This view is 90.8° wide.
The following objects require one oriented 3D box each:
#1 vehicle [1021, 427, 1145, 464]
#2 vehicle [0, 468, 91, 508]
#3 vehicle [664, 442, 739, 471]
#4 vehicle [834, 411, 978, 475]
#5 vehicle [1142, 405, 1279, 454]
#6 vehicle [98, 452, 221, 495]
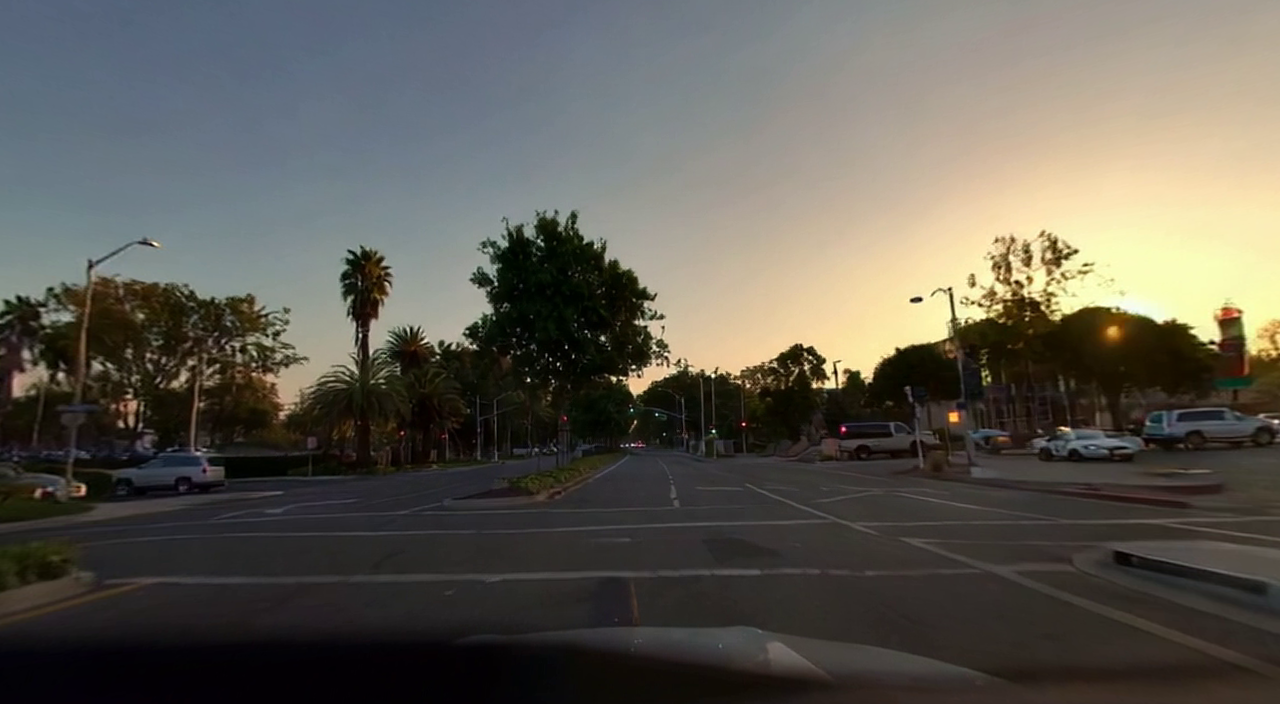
[{"bbox_3d":[21.594,4.577,30.921,4.578,1.756,2.042,1,-9,-4],"label":"vehicle"},{"bbox_3d":[-25.798,5.580,26.015,4.448,1.525,1.835,1,-9,-6],"label":"vehicle"},{"bbox_3d":[4.882,8.172,49.734,2.703,2.082,6.059,-8,-12,43],"label":"vehicle"},{"bbox_3d":[13.323,4.801,33.089,2.944,2.783,10.332,0,-9,-1],"label":"vehicle"},{"bbox_3d":[28.937,3.883,31.373,5.625,2.303,2.592,0,-9,1],"label":"vehicle"},{"bbox_3d":[-25.871,6.523,34.116,5.056,1.839,1.957,-3,-6,-1],"label":"vehicle"}]
